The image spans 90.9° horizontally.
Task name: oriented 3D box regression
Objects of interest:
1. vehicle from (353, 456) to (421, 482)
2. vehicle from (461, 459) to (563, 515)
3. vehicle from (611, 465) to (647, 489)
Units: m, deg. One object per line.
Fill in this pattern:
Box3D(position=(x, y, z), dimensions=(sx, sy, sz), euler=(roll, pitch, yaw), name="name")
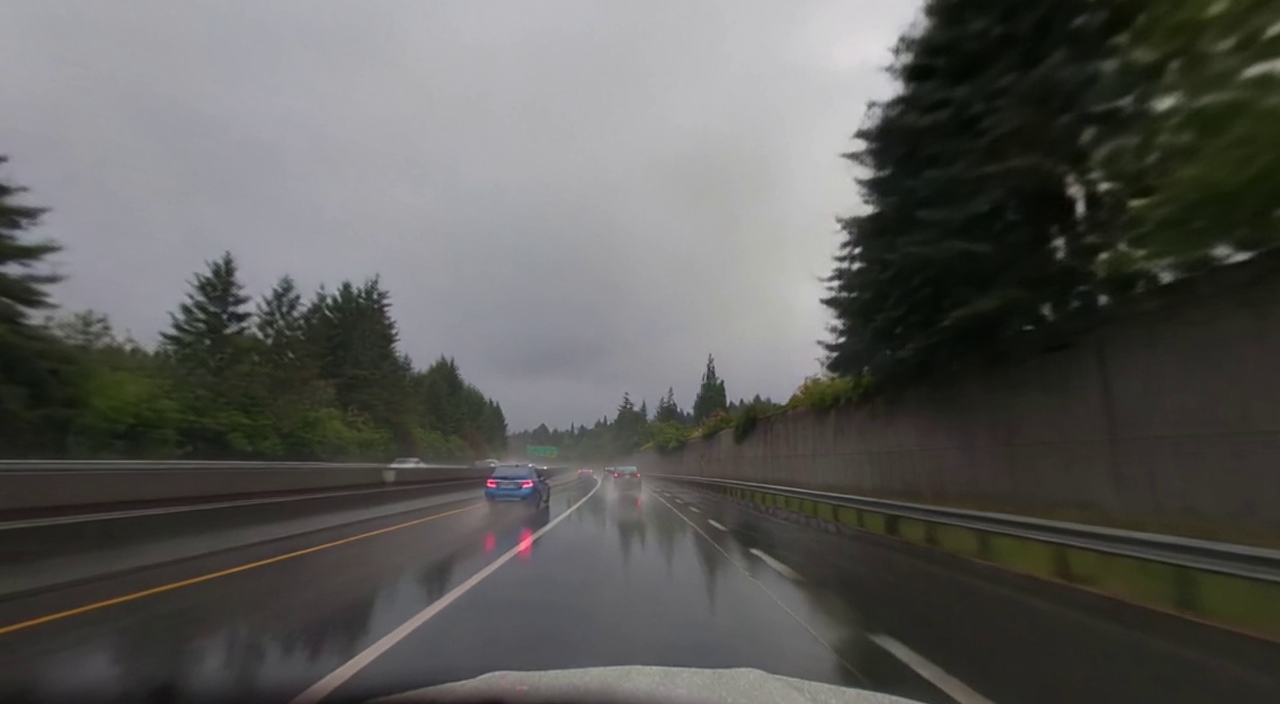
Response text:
Box3D(position=(-16.066, 7.493, 40.334), dimensions=(2.344, 1.480, 5.004), euler=(1, -11, -1), name="vehicle")
Box3D(position=(-3.920, 4.286, 20.294), dimensions=(2.310, 1.521, 4.731), euler=(1, -11, -1), name="vehicle")
Box3D(position=(-0.751, 8.803, 44.410), dimensions=(2.363, 1.526, 4.687), euler=(1, -11, -1), name="vehicle")
